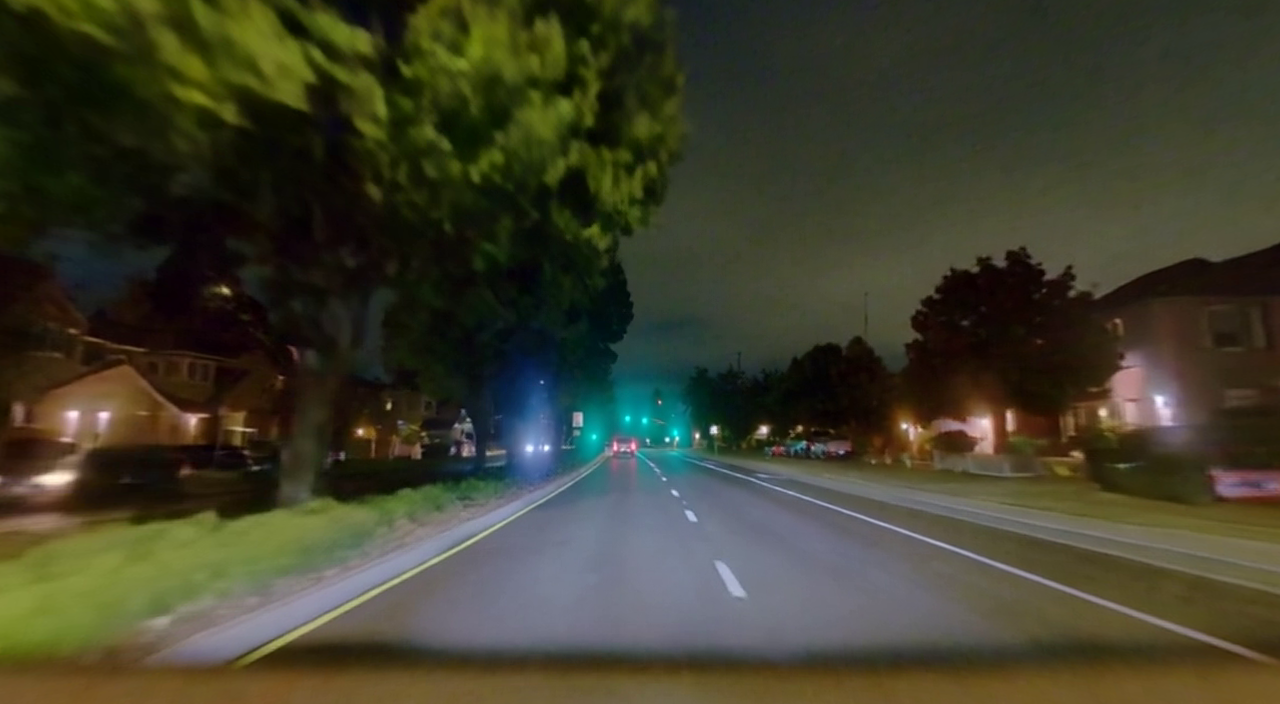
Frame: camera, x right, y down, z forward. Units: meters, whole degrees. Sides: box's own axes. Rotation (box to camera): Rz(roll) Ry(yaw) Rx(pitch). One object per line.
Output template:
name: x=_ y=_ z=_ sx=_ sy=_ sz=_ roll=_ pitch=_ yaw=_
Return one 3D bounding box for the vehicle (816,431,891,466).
vehicle: x=11.386 y=5.201 z=34.102 sx=2.147 sy=1.767 sz=5.125 roll=0 pitch=-8 yaw=-1

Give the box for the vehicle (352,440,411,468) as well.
vehicle: x=-15.420 y=6.075 z=37.804 sx=1.884 sy=1.540 sz=3.927 roll=0 pitch=-8 yaw=0

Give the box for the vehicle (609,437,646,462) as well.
vehicle: x=-0.805 y=5.987 z=38.886 sx=2.113 sy=1.462 sz=4.203 roll=0 pitch=-8 yaw=-2

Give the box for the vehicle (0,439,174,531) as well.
vehicle: x=-10.971 y=2.287 z=11.258 sx=1.910 sy=1.431 sz=4.426 roll=0 pitch=-8 yaw=0

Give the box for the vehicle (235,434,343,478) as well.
vehicle: x=-15.177 y=4.501 z=27.622 sx=2.042 sy=1.748 sz=4.584 roll=0 pitch=-8 yaw=0

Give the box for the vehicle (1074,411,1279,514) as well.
vehicle: x=11.594 y=2.166 z=12.822 sx=2.156 sy=1.689 sz=4.774 roll=0 pitch=-8 yaw=1

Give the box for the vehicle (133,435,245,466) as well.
vehicle: x=-23.361 y=5.113 z=32.780 sx=4.184 sy=1.528 sz=1.990 roll=0 pitch=-8 yaw=-3
